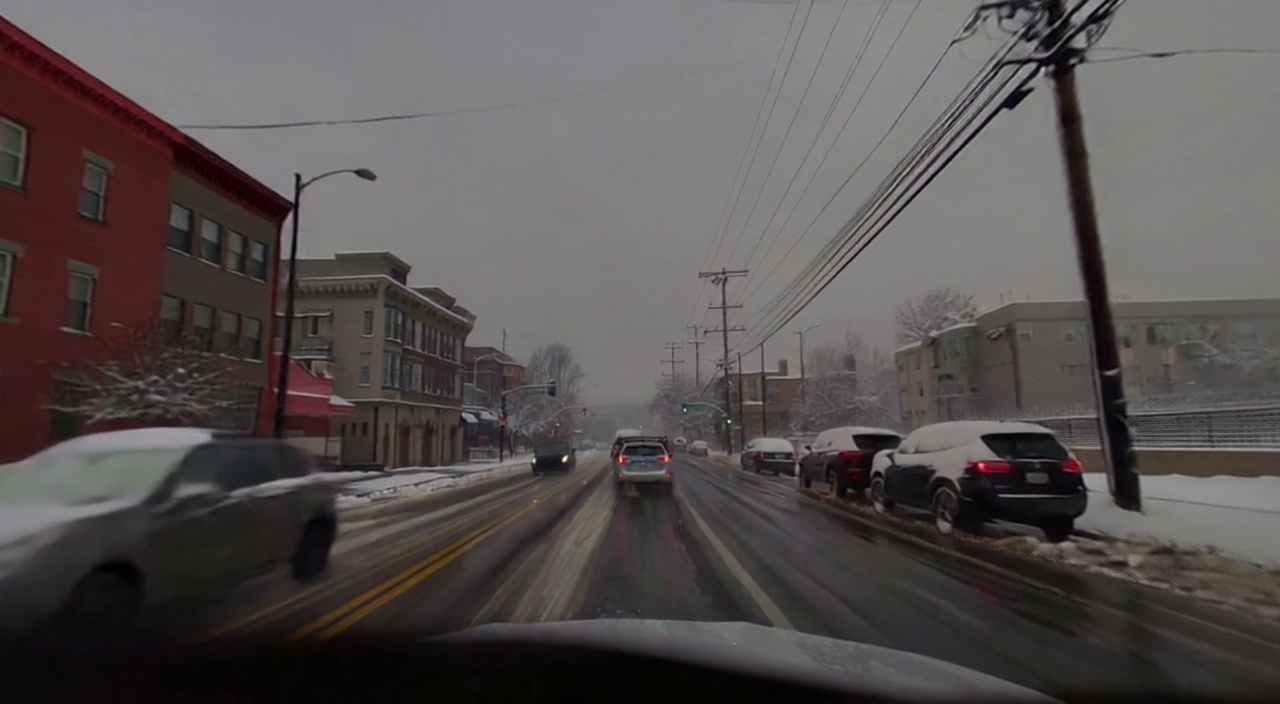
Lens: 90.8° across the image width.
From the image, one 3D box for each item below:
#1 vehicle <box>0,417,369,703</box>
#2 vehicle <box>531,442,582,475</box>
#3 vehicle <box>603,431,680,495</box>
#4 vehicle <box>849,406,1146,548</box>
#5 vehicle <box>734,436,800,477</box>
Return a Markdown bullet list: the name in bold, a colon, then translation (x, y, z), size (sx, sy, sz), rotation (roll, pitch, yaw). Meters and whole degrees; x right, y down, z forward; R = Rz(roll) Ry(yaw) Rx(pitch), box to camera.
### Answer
- **vehicle**: translation (-4.175, 1.398, 5.188), size (1.944, 1.515, 4.428), rotation (0, -9, 0)
- **vehicle**: translation (-4.088, 5.257, 31.502), size (1.968, 1.524, 4.304), rotation (0, -9, 0)
- **vehicle**: translation (0.045, 3.147, 18.230), size (1.980, 1.635, 3.795), rotation (0, -9, 0)
- **vehicle**: translation (6.227, 2.270, 12.282), size (2.203, 2.052, 5.975), rotation (0, -9, -1)
- **vehicle**: translation (6.337, 5.294, 32.257), size (2.197, 1.917, 5.637), rotation (0, -9, 0)
